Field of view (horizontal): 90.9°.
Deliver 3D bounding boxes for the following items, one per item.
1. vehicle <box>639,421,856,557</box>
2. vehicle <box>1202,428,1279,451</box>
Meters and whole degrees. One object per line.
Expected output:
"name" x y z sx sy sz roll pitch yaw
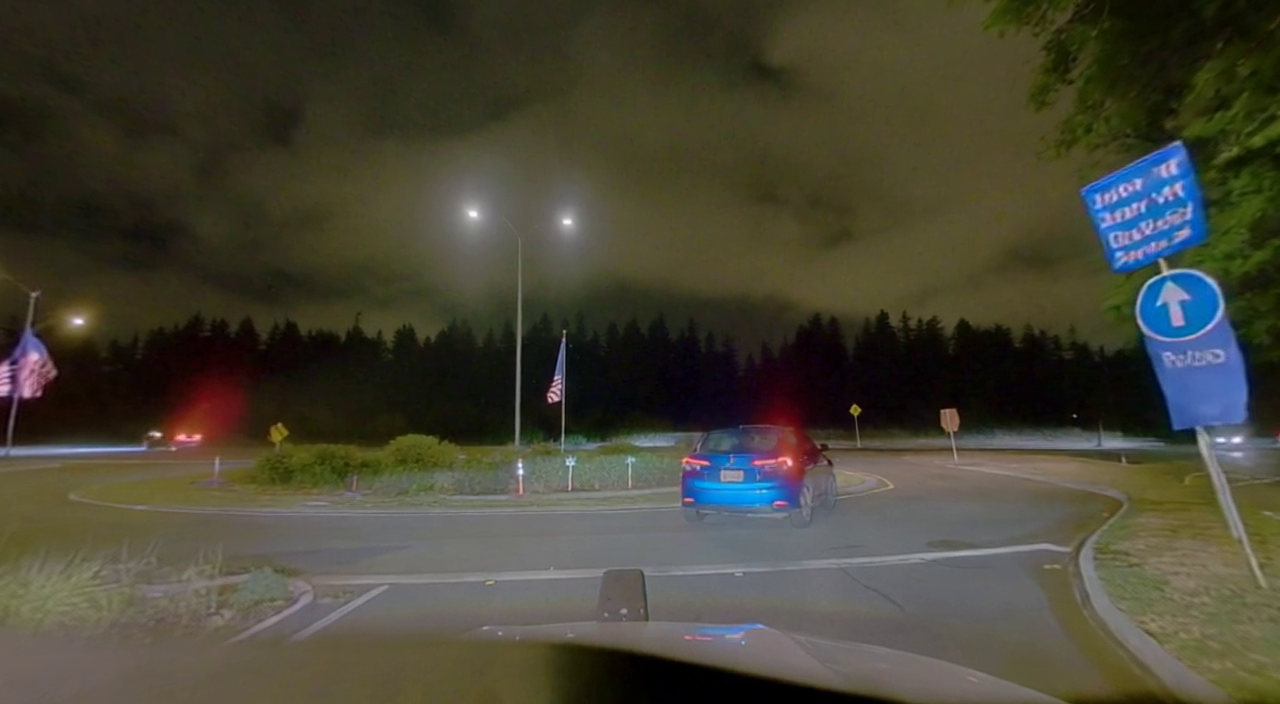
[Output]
"vehicle" 1.874 1.991 9.836 2.078 1.607 4.010 -5 -10 29
"vehicle" 44.131 6.433 46.071 4.045 1.569 1.781 -2 -9 10
